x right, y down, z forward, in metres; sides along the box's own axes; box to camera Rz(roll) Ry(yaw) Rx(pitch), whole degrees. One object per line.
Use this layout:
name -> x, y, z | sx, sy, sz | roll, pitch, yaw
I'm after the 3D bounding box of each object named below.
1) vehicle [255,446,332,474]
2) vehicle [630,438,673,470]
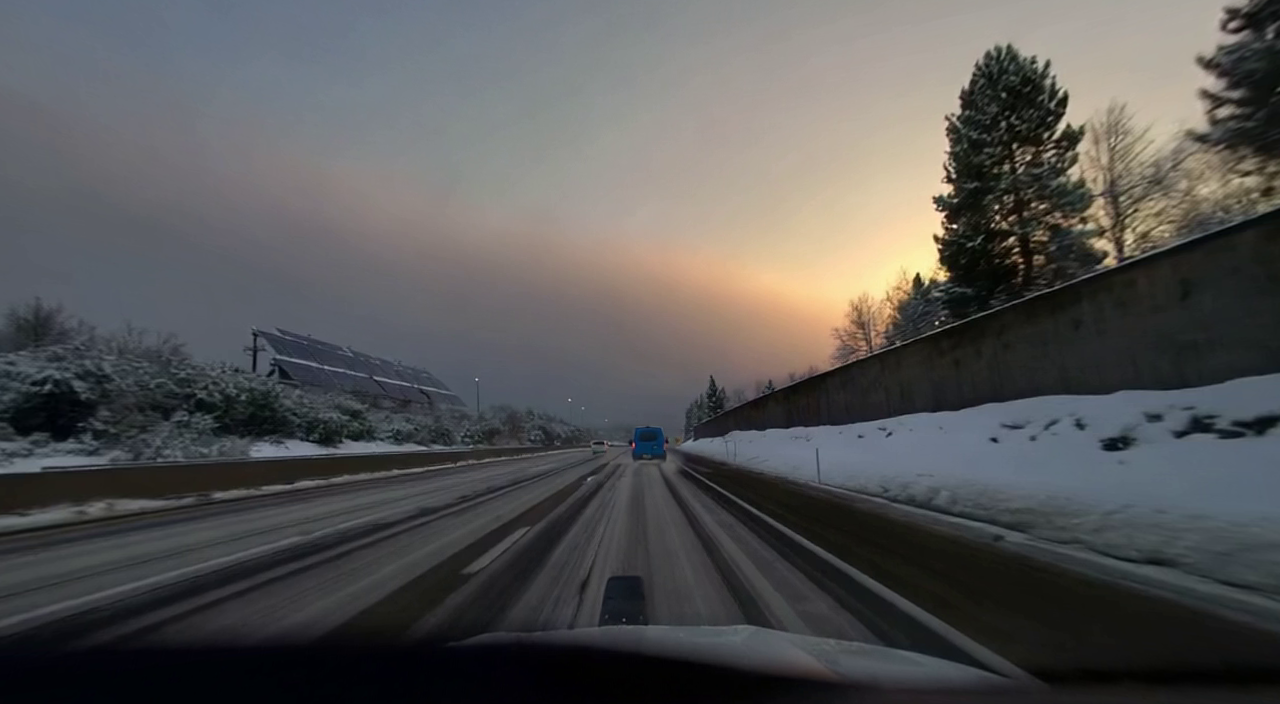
vehicle -> -18.471, 5.766, 33.769 | 1.838, 1.391, 3.939 | 0, -8, 0
vehicle -> 0.514, 5.056, 31.316 | 1.997, 1.484, 3.409 | 0, -8, -2
